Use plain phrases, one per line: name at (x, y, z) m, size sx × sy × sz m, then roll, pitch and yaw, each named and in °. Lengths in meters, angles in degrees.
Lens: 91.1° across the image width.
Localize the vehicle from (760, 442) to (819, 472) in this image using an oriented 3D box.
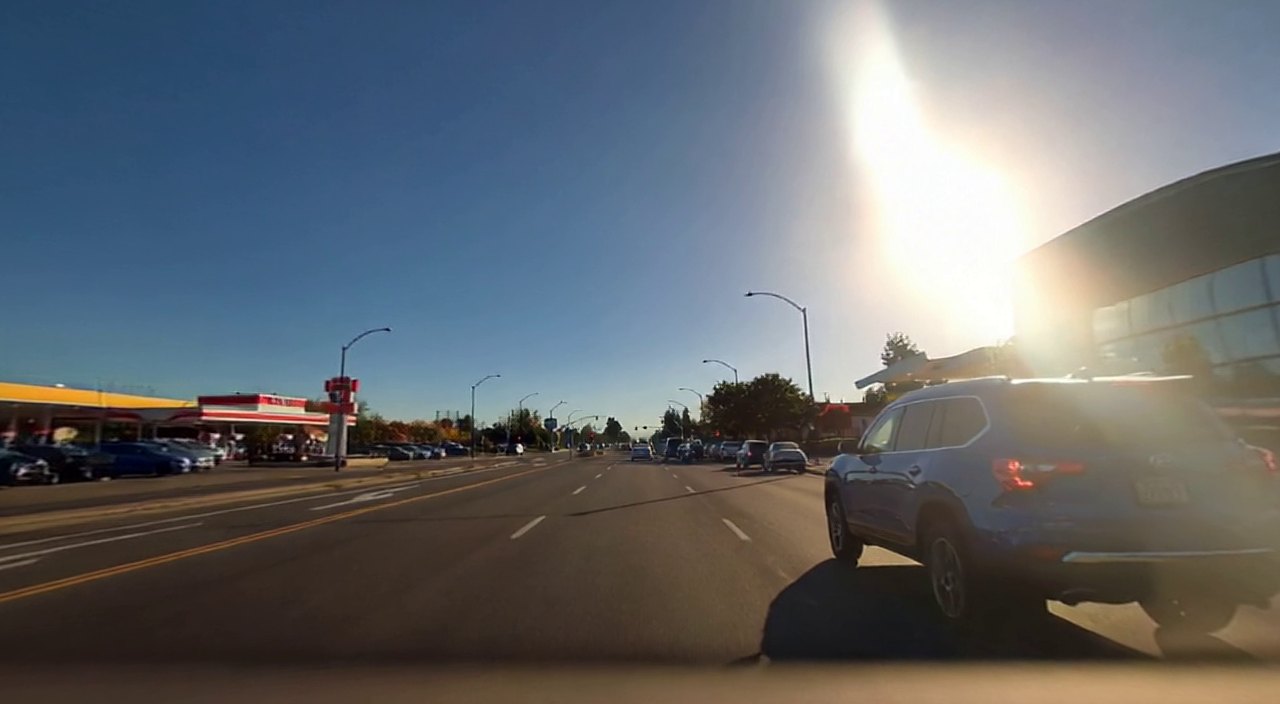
vehicle at (7.657, 5.407, 32.634) m, size 1.895 × 1.437 × 4.890 m, roll 0°, pitch -9°, yaw 0°

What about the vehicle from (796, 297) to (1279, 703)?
vehicle at (3.022, 1.073, 5.155) m, size 2.246 × 1.963 × 4.777 m, roll 0°, pitch -9°, yaw 0°

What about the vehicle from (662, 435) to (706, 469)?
vehicle at (2.555, 6.011, 37.813) m, size 2.317 × 1.857 × 5.150 m, roll 0°, pitch -9°, yaw 1°

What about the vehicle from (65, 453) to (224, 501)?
vehicle at (-17.315, 4.351, 22.291) m, size 1.962 × 1.496 × 4.431 m, roll 0°, pitch -9°, yaw 1°
